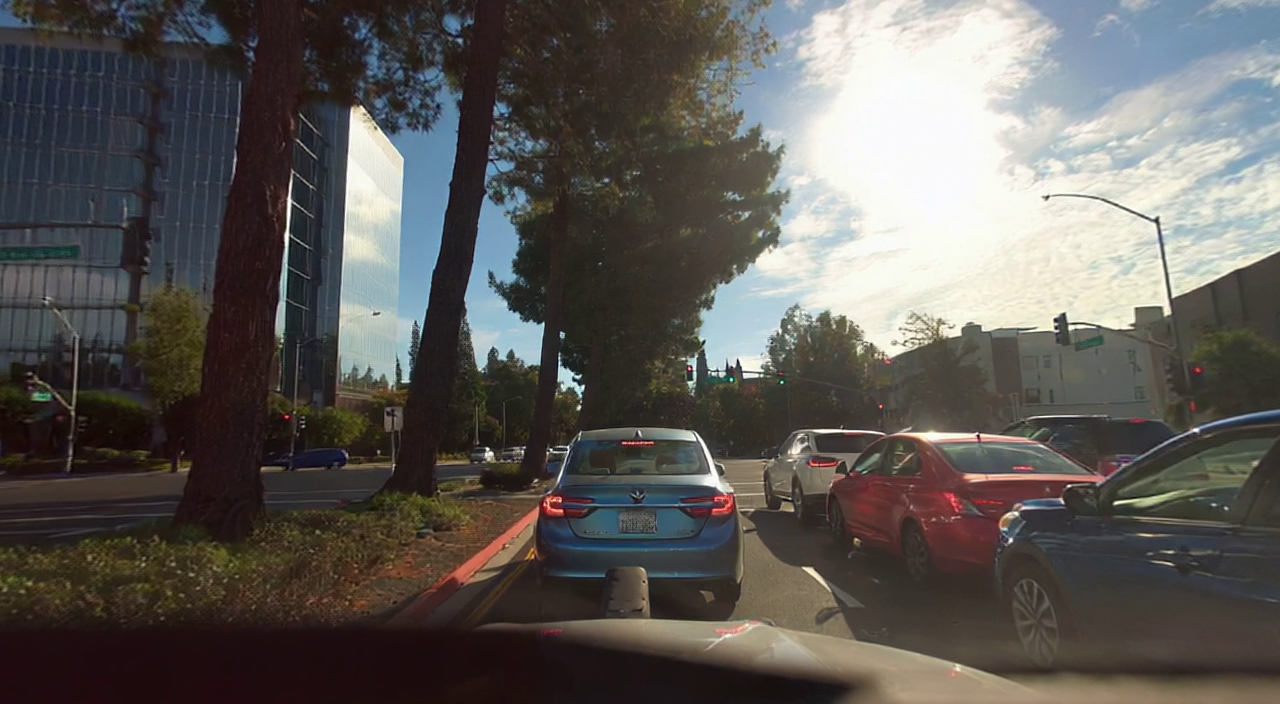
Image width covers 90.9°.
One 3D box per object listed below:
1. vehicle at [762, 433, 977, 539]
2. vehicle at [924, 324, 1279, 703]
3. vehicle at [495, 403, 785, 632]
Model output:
[{"bbox_3d":[3.699,2.255,11.293,2.054,1.482,4.654,0,-9,-1],"label":"vehicle"},{"bbox_3d":[3.725,0.929,3.424,2.162,1.829,4.519,0,-9,-1],"label":"vehicle"},{"bbox_3d":[-0.014,1.476,6.508,2.074,1.631,3.793,0,-9,0],"label":"vehicle"}]
